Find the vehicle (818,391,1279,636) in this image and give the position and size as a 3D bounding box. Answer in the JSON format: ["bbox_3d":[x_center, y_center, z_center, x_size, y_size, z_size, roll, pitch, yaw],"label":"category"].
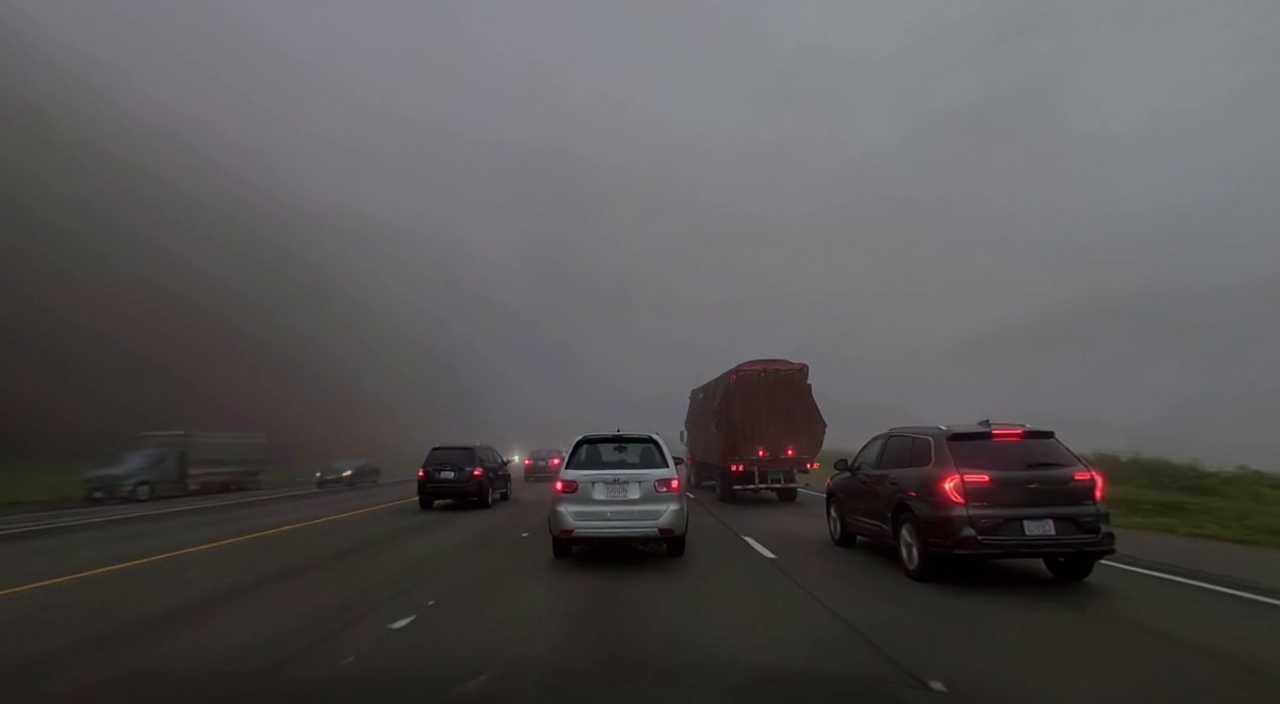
[{"bbox_3d":[3.707,1.522,6.942,2.076,1.751,4.666,0,-9,0],"label":"vehicle"}]

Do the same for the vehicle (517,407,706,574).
[{"bbox_3d":[-0.341,1.835,9.025,2.037,1.792,4.194,0,-9,-1],"label":"vehicle"}]

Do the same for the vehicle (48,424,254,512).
[{"bbox_3d":[-16.746,3.999,22.242,2.312,2.629,6.031,0,-9,0],"label":"vehicle"}]

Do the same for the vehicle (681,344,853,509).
[{"bbox_3d":[3.700,3.254,24.803,3.032,4.051,18.805,0,-9,0],"label":"vehicle"}]

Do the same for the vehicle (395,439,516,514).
[{"bbox_3d":[-4.390,3.010,15.653,1.789,1.620,3.841,0,-9,0],"label":"vehicle"}]
